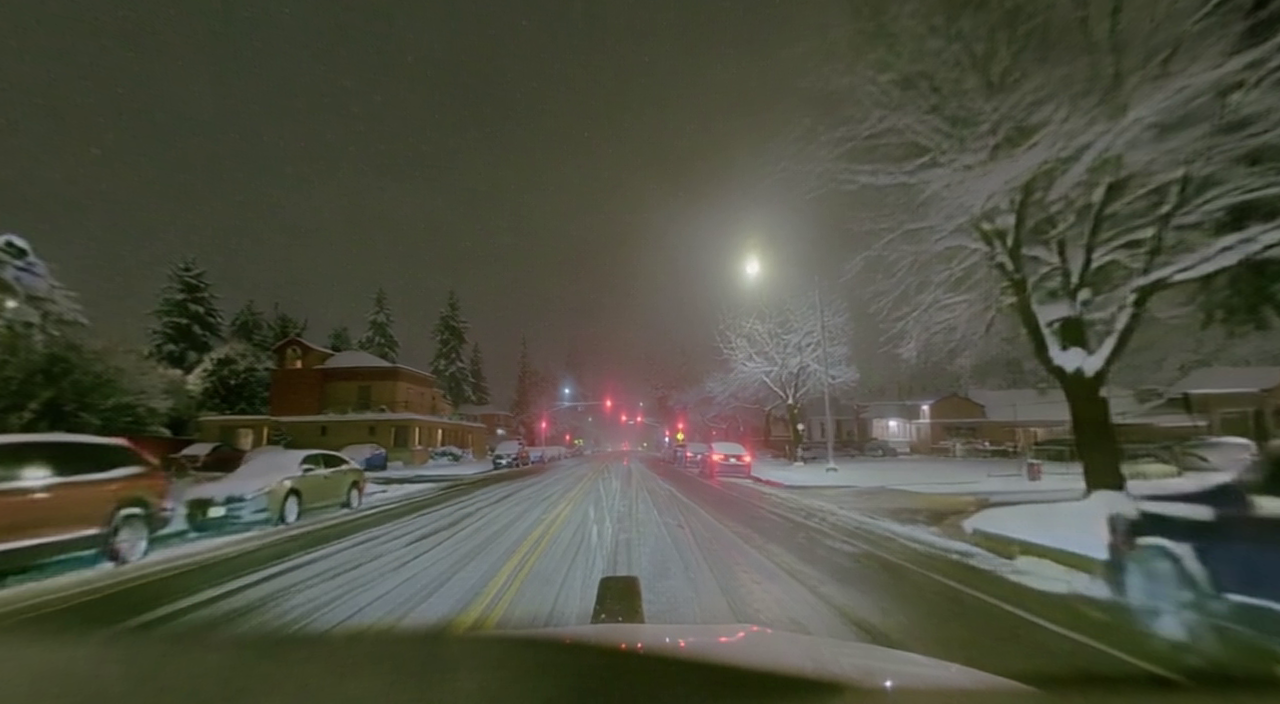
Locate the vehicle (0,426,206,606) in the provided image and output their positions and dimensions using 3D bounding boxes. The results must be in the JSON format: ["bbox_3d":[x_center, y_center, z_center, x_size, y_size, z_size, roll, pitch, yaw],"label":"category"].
[{"bbox_3d":[-7.217,1.685,6.778,2.092,1.706,4.356,0,-9,-2],"label":"vehicle"}]

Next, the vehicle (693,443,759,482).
[{"bbox_3d":[3.633,4.753,27.584,1.955,1.536,4.395,1,-9,-4],"label":"vehicle"}]

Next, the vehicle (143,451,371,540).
[{"bbox_3d":[-7.363,2.751,12.828,1.954,1.430,4.395,0,-9,-2],"label":"vehicle"}]

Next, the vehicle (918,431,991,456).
[{"bbox_3d":[24.393,7.102,49.075,4.476,1.795,2.055,-1,-9,-2],"label":"vehicle"}]

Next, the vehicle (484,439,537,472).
[{"bbox_3d":[-8.397,6.744,41.443,2.420,2.004,5.615,0,-9,-2],"label":"vehicle"}]

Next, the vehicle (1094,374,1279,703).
[{"bbox_3d":[4.257,0.807,2.067,1.992,1.703,4.503,0,-9,-3],"label":"vehicle"}]
